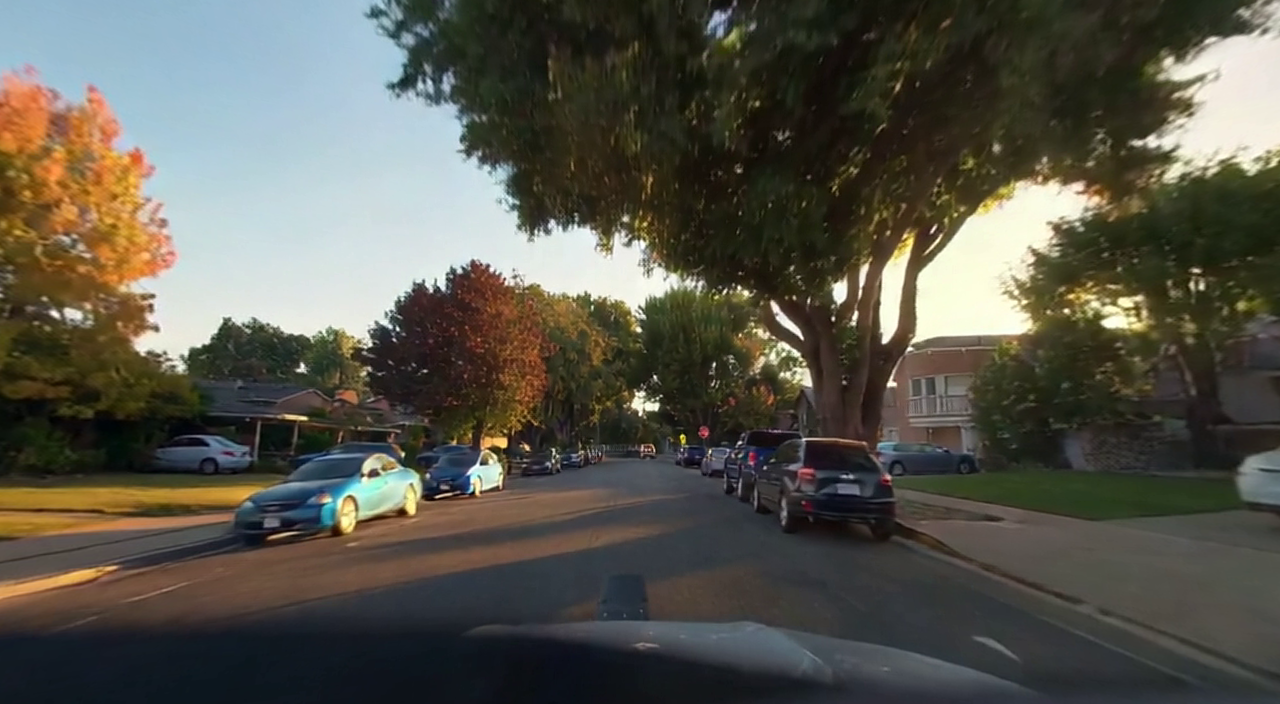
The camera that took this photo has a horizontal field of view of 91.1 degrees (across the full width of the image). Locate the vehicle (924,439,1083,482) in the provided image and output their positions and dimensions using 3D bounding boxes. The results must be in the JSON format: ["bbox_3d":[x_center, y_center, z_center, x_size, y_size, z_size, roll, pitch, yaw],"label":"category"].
[{"bbox_3d":[13.741,4.119,23.984,4.775,1.514,1.986,0,-9,1],"label":"vehicle"}]

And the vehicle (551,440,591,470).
[{"bbox_3d":[-4.686,7.112,43.592,2.162,1.857,4.758,2,-8,1],"label":"vehicle"}]

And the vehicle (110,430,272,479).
[{"bbox_3d":[-17.459,3.999,24.610,4.731,1.817,2.025,0,-9,0],"label":"vehicle"}]

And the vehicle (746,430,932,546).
[{"bbox_3d":[3.199,2.276,11.231,1.914,1.631,4.558,0,-9,1],"label":"vehicle"}]

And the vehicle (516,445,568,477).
[{"bbox_3d":[-5.164,5.771,33.570,1.872,1.515,4.535,1,-8,2],"label":"vehicle"}]

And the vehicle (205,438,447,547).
[{"bbox_3d":[-5.410,2.446,11.704,1.899,1.538,4.611,1,-9,3],"label":"vehicle"}]

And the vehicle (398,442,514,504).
[{"bbox_3d":[-5.259,3.483,18.665,1.895,1.530,4.496,1,-8,2],"label":"vehicle"}]
